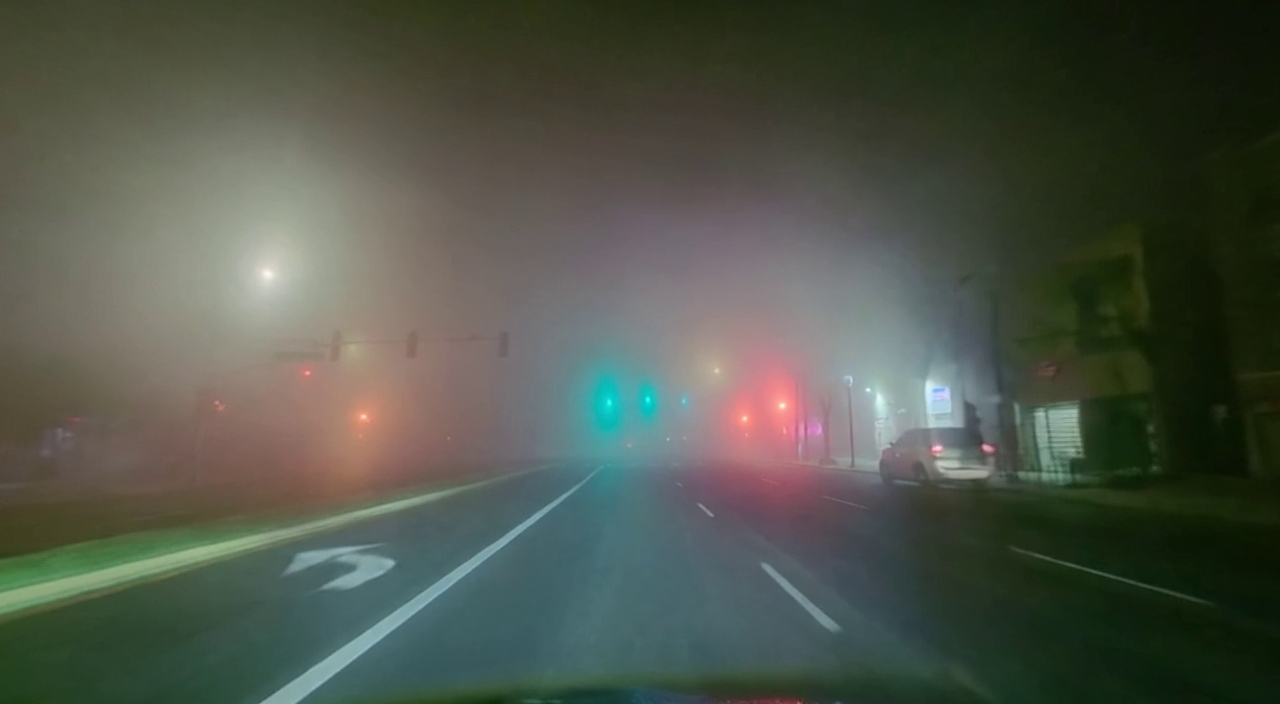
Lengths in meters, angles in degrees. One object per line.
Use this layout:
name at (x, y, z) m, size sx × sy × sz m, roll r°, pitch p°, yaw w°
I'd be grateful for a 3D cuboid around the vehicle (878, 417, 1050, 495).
vehicle at (9.985, 3.279, 20.241) m, size 2.273 × 2.103 × 5.788 m, roll 0°, pitch -8°, yaw -2°
